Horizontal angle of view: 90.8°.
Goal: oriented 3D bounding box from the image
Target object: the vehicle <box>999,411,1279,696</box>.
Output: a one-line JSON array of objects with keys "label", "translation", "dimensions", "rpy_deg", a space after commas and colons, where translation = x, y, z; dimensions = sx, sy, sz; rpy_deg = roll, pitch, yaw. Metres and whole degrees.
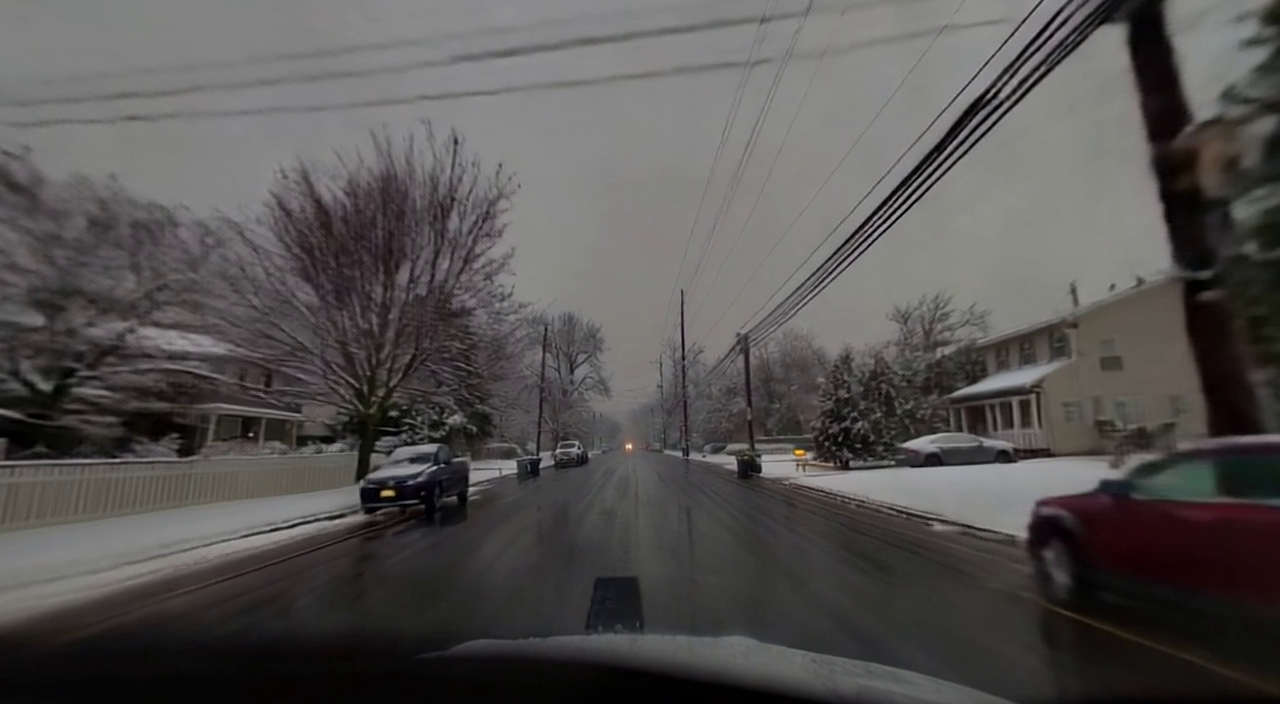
[{"label": "vehicle", "translation": [4.588, 1.174, 3.872], "dimensions": [2.170, 1.549, 4.178], "rpy_deg": [1, -8, -3]}]

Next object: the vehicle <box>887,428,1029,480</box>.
[{"label": "vehicle", "translation": [11.876, 3.827, 23.883], "dimensions": [4.226, 1.679, 1.983], "rpy_deg": [-4, -7, 8]}]

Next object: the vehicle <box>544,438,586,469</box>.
[{"label": "vehicle", "translation": [-5.620, 7.684, 48.101], "dimensions": [2.411, 1.979, 5.915], "rpy_deg": [-4, -8, -1]}]

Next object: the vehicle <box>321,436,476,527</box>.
[{"label": "vehicle", "translation": [-5.415, 2.880, 14.831], "dimensions": [1.970, 1.666, 4.223], "rpy_deg": [-3, -7, 0]}]
